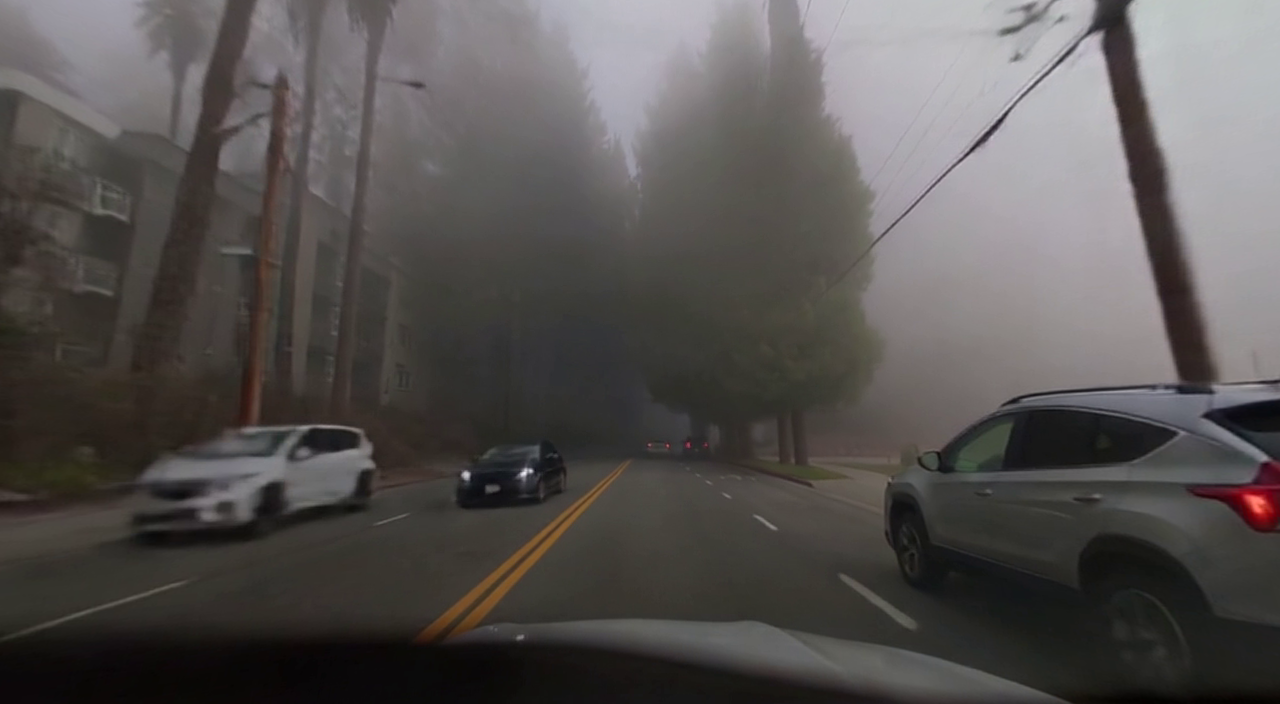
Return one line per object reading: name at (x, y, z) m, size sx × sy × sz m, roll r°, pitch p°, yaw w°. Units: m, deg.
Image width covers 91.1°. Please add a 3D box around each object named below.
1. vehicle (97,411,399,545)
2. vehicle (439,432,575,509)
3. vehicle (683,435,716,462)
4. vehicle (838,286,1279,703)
vehicle at (-6.324, 2.067, 11.051) m, size 2.217 × 1.824 × 4.671 m, roll 0°, pitch -8°, yaw 1°
vehicle at (-2.946, 2.739, 15.132) m, size 2.151 × 1.540 × 4.673 m, roll 0°, pitch -8°, yaw 1°
vehicle at (4.182, 6.892, 44.888) m, size 2.069 × 1.791 × 4.422 m, roll 0°, pitch -8°, yaw 2°
vehicle at (3.347, 1.039, 4.420) m, size 2.219 × 1.881 × 5.104 m, roll 0°, pitch -8°, yaw 0°
